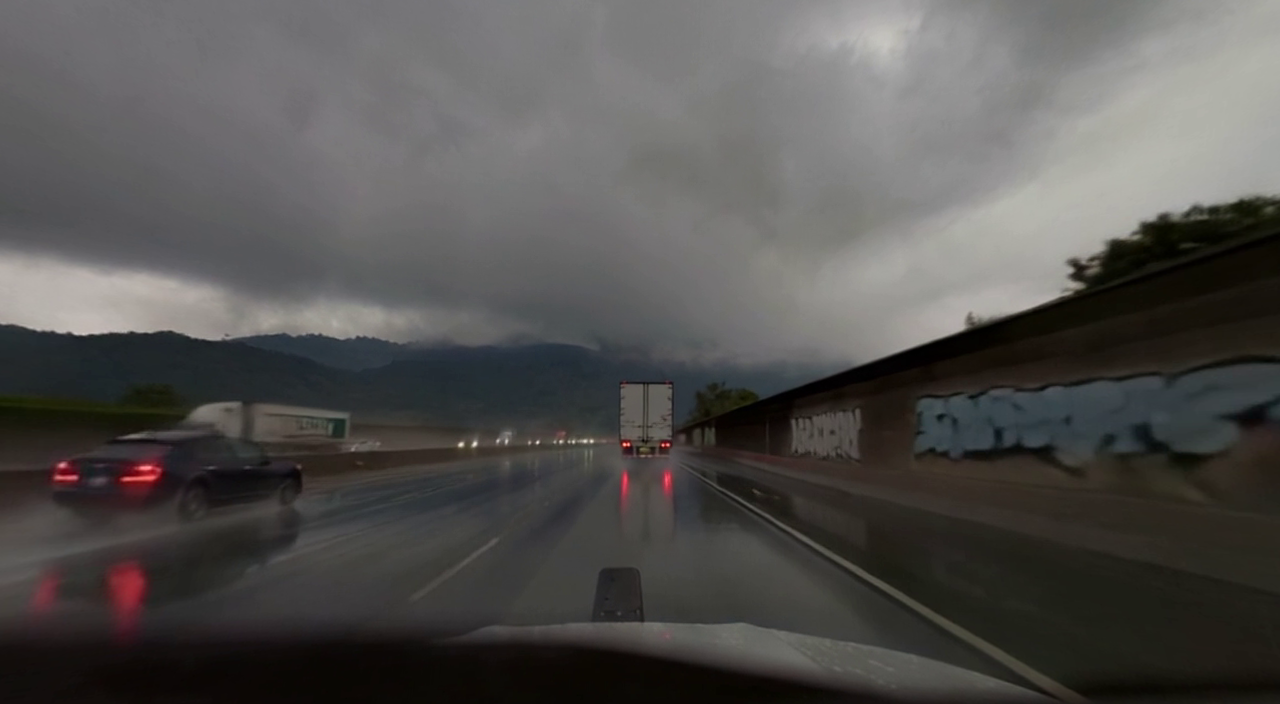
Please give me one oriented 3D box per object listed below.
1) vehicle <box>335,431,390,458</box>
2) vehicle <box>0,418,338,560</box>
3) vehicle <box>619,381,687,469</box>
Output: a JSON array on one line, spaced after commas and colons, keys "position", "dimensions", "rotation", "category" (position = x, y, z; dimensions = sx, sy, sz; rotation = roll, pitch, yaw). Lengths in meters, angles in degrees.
[{"position": [-14.761, 4.929, 33.698], "dimensions": [1.516, 1.328, 3.122], "rotation": [0, -8, 0], "category": "vehicle"}, {"position": [-6.546, 1.815, 9.216], "dimensions": [1.982, 1.535, 4.519], "rotation": [0, -8, 0], "category": "vehicle"}, {"position": [0.402, 3.885, 32.513], "dimensions": [2.921, 3.765, 10.773], "rotation": [0, -8, -2], "category": "vehicle"}]
